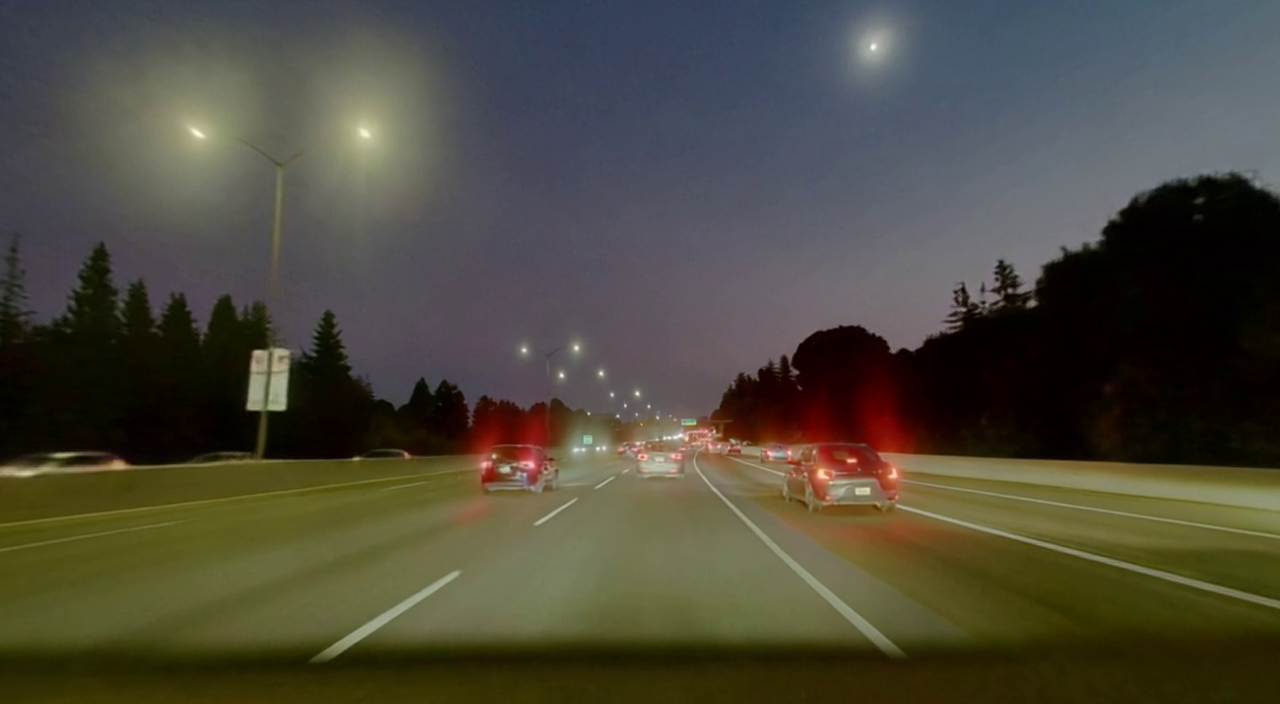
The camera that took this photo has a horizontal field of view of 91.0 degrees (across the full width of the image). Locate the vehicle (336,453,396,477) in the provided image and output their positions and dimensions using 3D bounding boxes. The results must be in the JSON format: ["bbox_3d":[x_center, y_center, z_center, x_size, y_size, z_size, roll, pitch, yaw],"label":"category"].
[{"bbox_3d":[-19.151,7.907,44.261,2.031,1.551,4.268,0,-9,4],"label":"vehicle"}]

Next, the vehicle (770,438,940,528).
[{"bbox_3d":[4.140,2.590,13.028,1.999,1.514,4.338,0,-9,0],"label":"vehicle"}]

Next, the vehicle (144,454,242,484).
[{"bbox_3d":[-26.036,6.801,36.911,1.906,1.508,4.841,0,-9,5],"label":"vehicle"}]

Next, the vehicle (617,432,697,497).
[{"bbox_3d":[0.525,3.398,19.328,2.181,1.728,3.970,0,-9,1],"label":"vehicle"}]

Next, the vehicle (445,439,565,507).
[{"bbox_3d":[-3.300,3.059,16.380,2.012,1.495,4.169,0,-9,3],"label":"vehicle"}]

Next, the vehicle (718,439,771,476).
[{"bbox_3d":[5.234,5.374,32.170,2.063,1.710,4.591,0,-9,2],"label":"vehicle"}]
